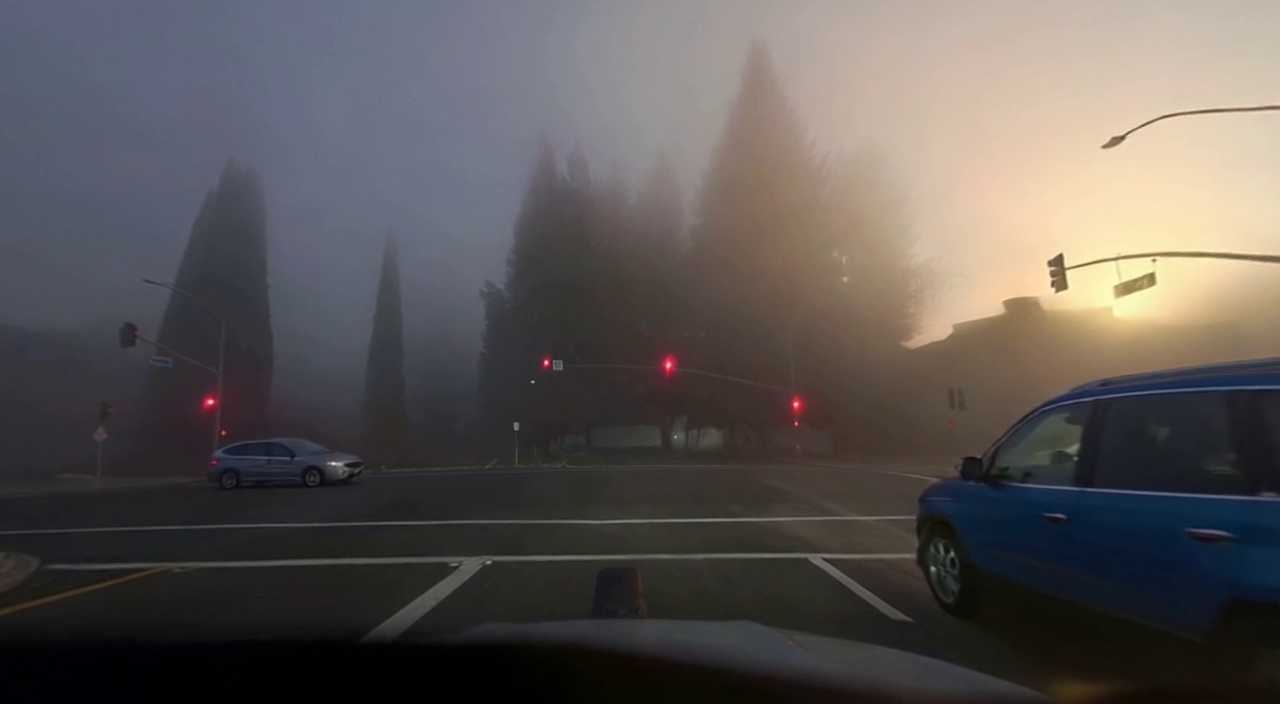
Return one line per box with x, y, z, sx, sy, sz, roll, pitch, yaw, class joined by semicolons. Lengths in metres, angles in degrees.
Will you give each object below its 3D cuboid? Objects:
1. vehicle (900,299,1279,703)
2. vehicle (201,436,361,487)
3.450;0.818;3.022;2.229;1.795;4.927;0;-9;-1;vehicle
-12.789;3.921;22.889;4.737;1.659;2.042;4;-10;-26;vehicle
